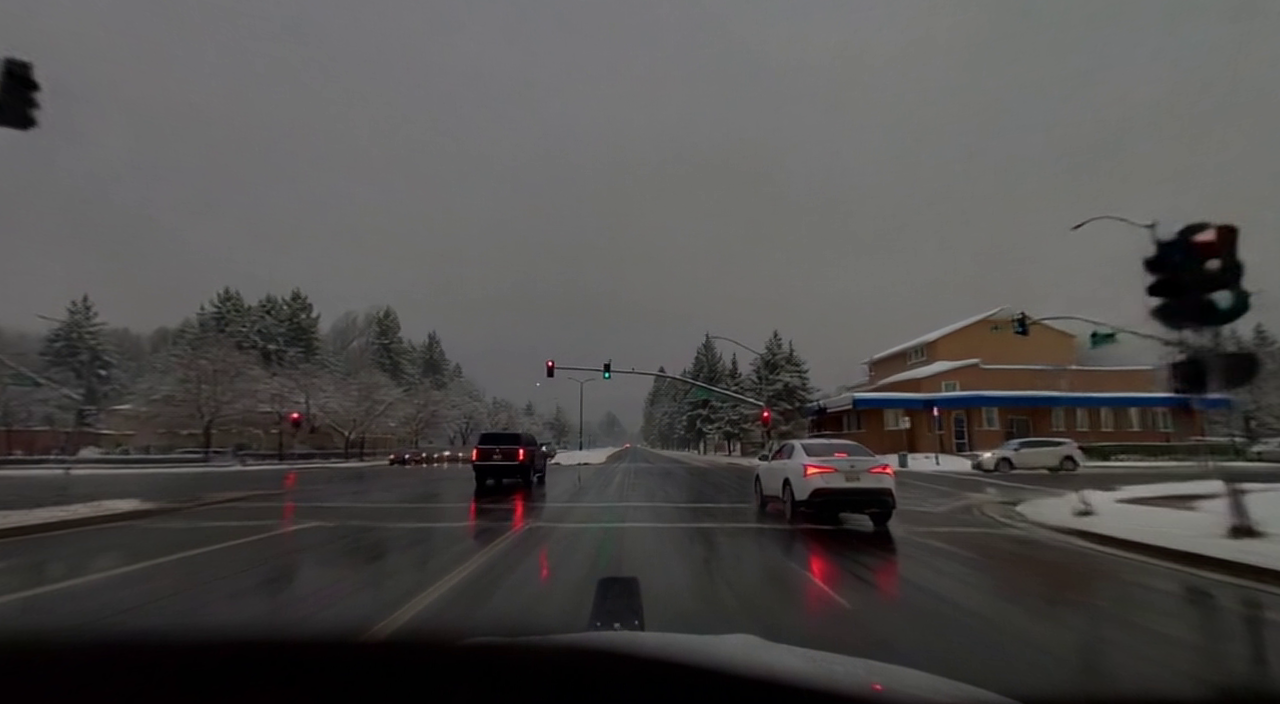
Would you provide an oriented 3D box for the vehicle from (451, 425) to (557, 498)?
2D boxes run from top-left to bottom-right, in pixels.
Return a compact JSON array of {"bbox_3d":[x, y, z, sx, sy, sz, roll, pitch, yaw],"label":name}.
[{"bbox_3d":[-3.705,3.085,18.137,1.997,1.806,4.500,0,-9,1],"label":"vehicle"}]

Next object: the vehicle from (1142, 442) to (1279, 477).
[{"bbox_3d":[27.938,5.246,31.032,4.874,1.625,1.930,0,-9,0],"label":"vehicle"}]

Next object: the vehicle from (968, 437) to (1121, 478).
[{"bbox_3d":[19.988,5.223,31.415,5.886,1.798,2.407,-1,-9,0],"label":"vehicle"}]

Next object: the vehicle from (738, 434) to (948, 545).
[{"bbox_3d":[3.174,2.256,11.140,1.975,1.502,4.787,0,-9,-2],"label":"vehicle"}]
